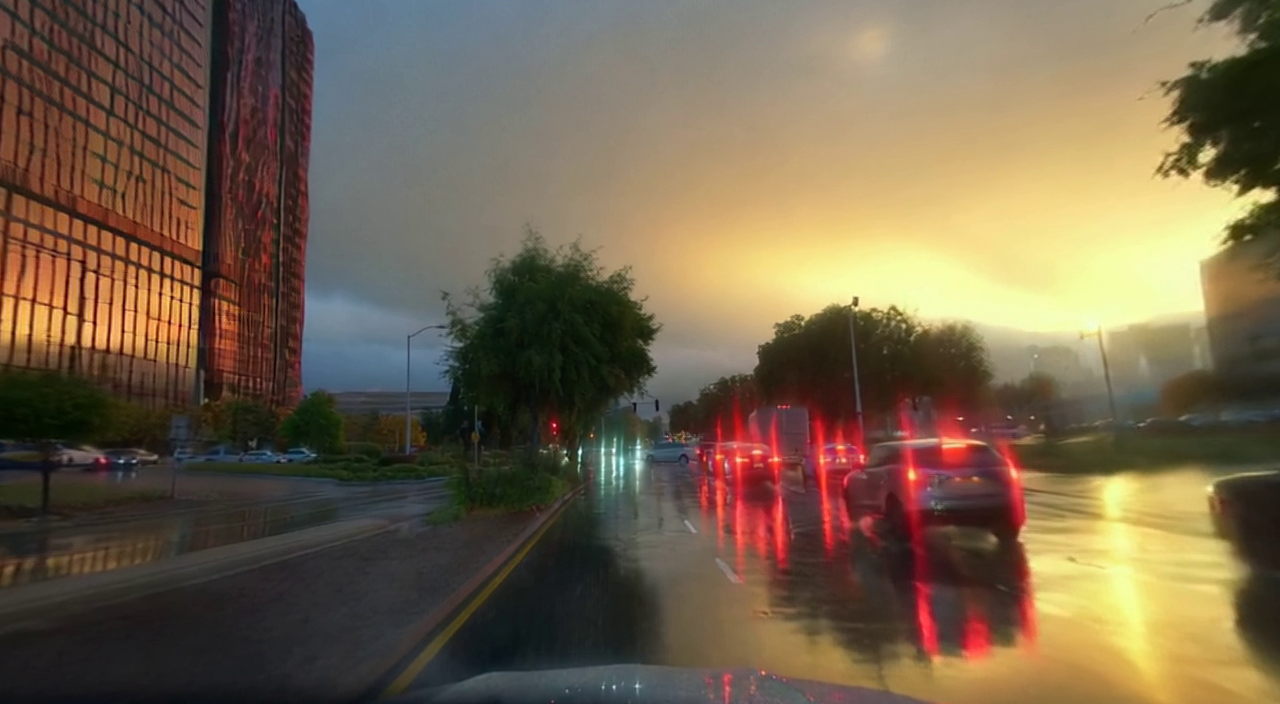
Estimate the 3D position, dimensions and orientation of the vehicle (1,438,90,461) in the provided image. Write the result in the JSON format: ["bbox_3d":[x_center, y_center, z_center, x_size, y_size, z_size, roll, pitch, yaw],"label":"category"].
[{"bbox_3d":[-45.618,7.452,48.351,4.600,1.700,1.957,1,-8,-5],"label":"vehicle"}]

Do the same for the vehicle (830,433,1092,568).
[{"bbox_3d":[4.634,2.167,10.182,2.089,1.609,4.922,-1,-8,6],"label":"vehicle"}]

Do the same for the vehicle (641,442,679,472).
[{"bbox_3d":[1.268,6.395,38.526,2.121,1.728,4.161,-1,-8,4],"label":"vehicle"}]

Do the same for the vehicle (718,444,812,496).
[{"bbox_3d":[4.043,3.878,21.162,2.183,1.553,3.923,0,-8,-3],"label":"vehicle"}]

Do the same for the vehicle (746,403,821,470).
[{"bbox_3d":[8.999,5.622,41.375,3.128,3.616,13.736,-1,-8,6],"label":"vehicle"}]

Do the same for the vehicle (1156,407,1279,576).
[{"bbox_3d":[7.777,1.289,5.451,2.138,1.738,5.088,0,-8,-3],"label":"vehicle"}]
